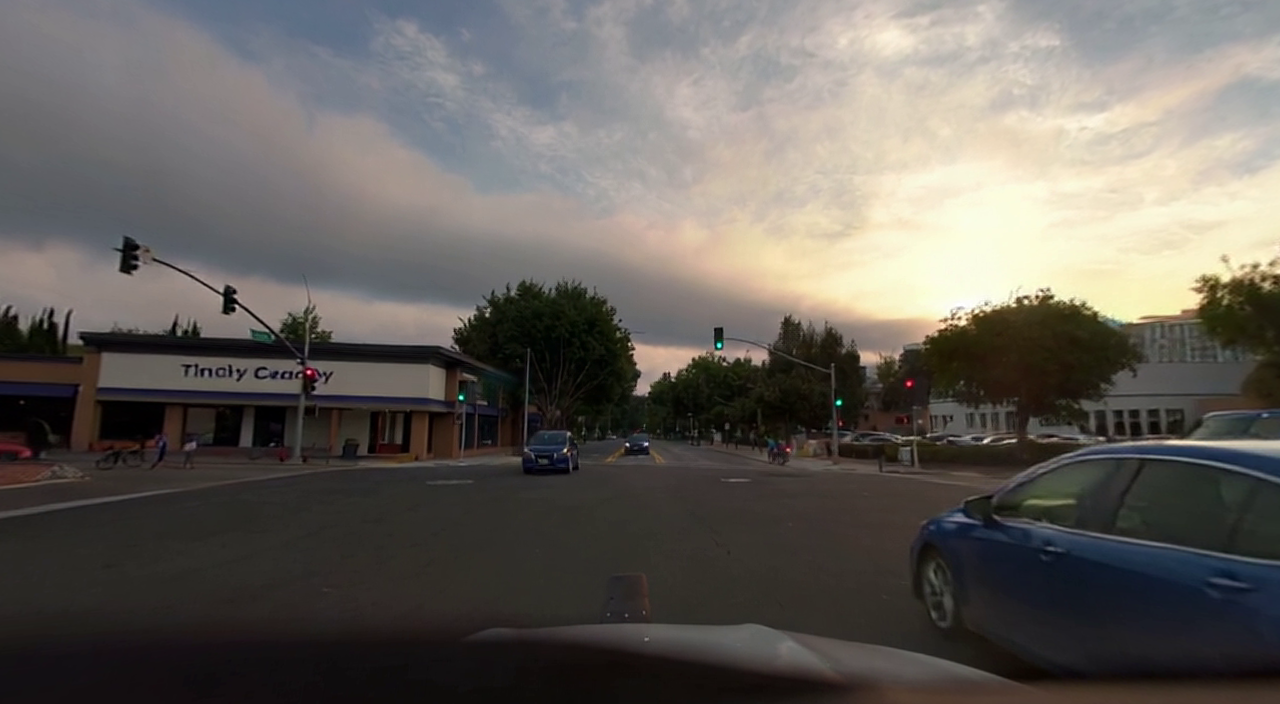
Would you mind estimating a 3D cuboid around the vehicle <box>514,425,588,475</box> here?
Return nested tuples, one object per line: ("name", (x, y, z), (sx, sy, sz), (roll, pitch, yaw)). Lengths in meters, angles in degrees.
("vehicle", (-3.099, 3.523, 22.859), (1.961, 1.658, 4.064), (0, -8, 2))

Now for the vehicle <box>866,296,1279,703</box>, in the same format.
("vehicle", (2.876, 0.846, 2.766), (2.048, 1.725, 4.754), (0, -8, 1))

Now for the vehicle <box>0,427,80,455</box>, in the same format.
("vehicle", (-36.324, 5.222, 36.992), (4.671, 1.543, 1.846), (4, -9, -26))

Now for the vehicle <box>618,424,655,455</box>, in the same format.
("vehicle", (-0.273, 5.894, 42.475), (2.390, 1.948, 5.344), (0, -8, -1))

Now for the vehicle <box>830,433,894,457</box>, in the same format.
("vehicle", (15.259, 6.425, 43.617), (1.924, 1.579, 4.084), (3, -9, -21))
